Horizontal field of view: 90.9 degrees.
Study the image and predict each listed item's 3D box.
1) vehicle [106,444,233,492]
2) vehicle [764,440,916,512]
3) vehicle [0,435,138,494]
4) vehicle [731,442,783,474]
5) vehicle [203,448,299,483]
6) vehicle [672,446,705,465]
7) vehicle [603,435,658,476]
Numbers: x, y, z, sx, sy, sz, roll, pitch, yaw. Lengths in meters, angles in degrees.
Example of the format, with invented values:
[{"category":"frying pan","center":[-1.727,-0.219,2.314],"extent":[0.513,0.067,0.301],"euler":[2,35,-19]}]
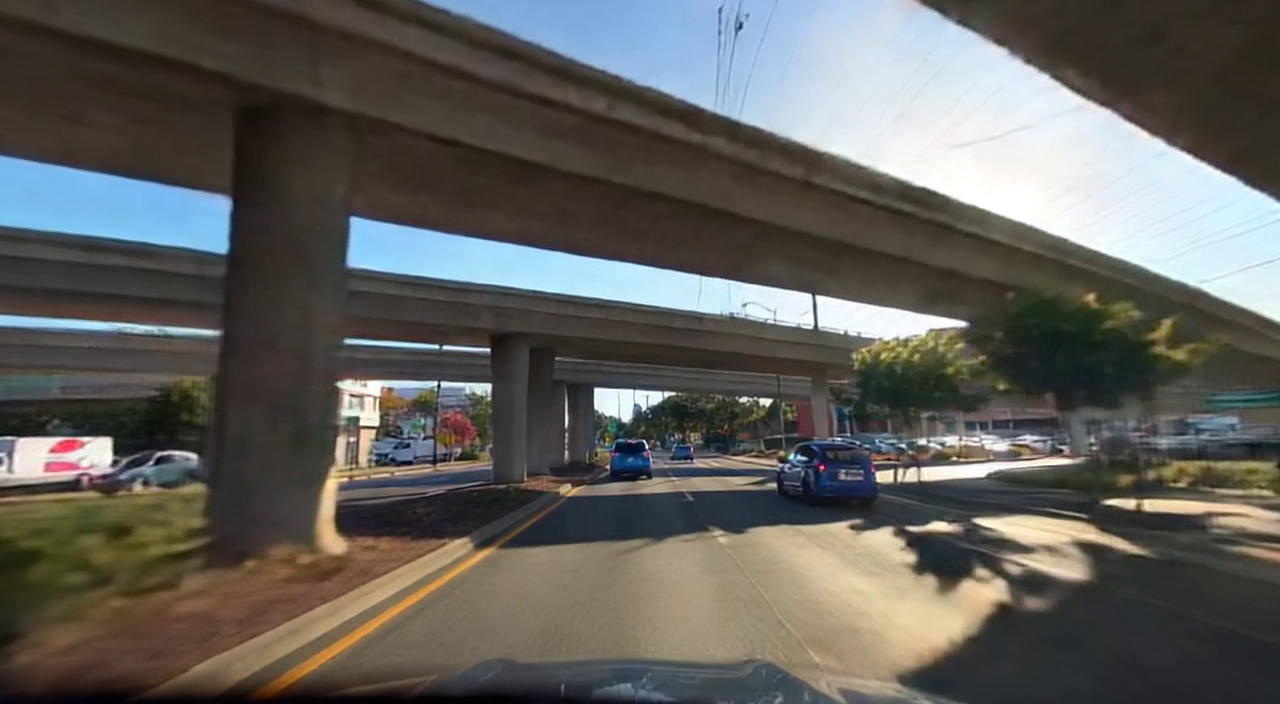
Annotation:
[{"category":"vehicle","center":[-19.746,4.845,26.744],"extent":[1.989,1.820,4.427],"euler":[0,-8,-1]},{"category":"vehicle","center":[4.675,2.953,15.571],"extent":[1.954,1.479,4.557],"euler":[0,-8,-4]},{"category":"vehicle","center":[-25.397,4.679,26.664],"extent":[2.510,2.180,7.492],"euler":[0,-9,-4]},{"category":"vehicle","center":[6.476,5.898,35.314],"extent":[1.974,1.663,4.299],"euler":[0,-8,-1]},{"category":"vehicle","center":[-19.421,5.657,31.744],"extent":[1.913,1.612,4.505],"euler":[0,-8,0]},{"category":"vehicle","center":[3.684,7.921,48.572],"extent":[2.126,1.375,4.241],"euler":[0,-8,-1]},{"category":"vehicle","center":[-0.414,4.937,30.327],"extent":[2.441,1.813,4.581],"euler":[0,-8,0]}]
